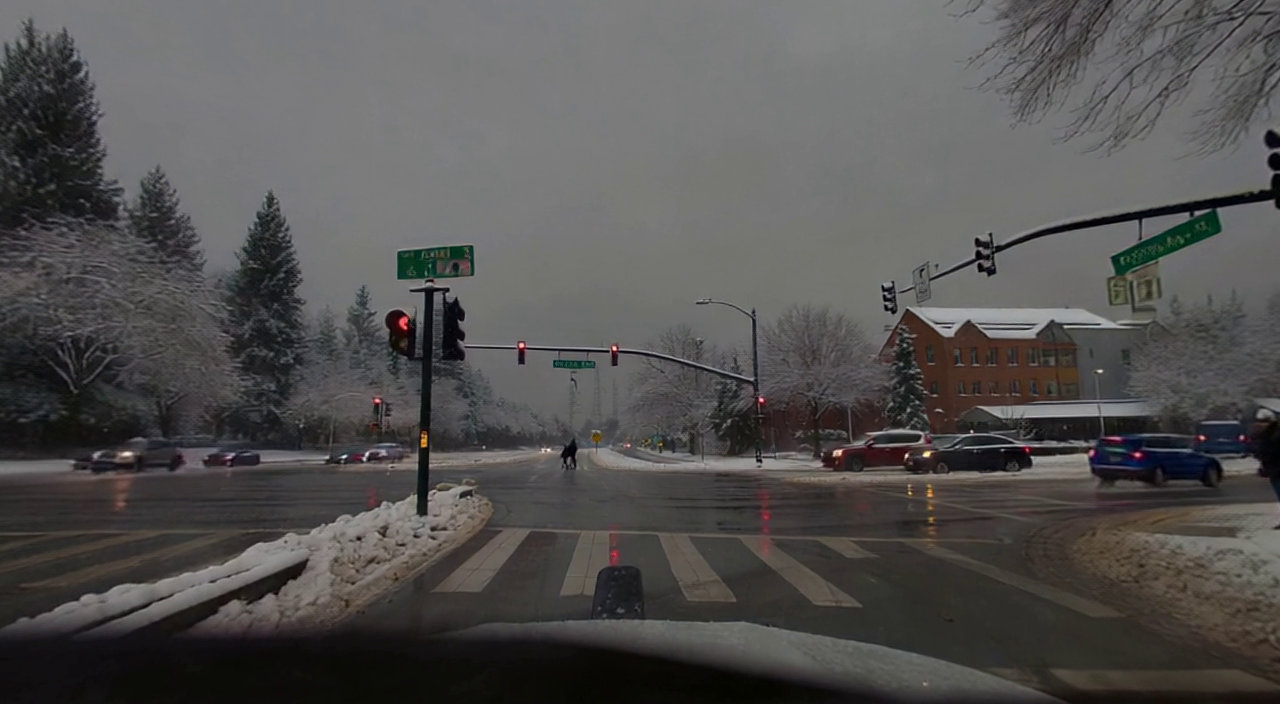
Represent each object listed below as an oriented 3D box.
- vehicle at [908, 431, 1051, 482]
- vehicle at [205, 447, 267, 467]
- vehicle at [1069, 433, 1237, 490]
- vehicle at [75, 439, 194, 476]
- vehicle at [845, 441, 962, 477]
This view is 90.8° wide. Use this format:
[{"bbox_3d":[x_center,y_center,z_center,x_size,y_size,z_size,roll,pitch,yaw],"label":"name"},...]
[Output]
[{"bbox_3d":[12.901,3.923,24.051,4.742,1.762,2.180,3,-9,-22],"label":"vehicle"},{"bbox_3d":[-31.513,8.181,49.449,1.811,1.438,4.812,0,-8,-3],"label":"vehicle"},{"bbox_3d":[15.386,3.243,18.963,4.312,1.540,2.007,4,-9,-23],"label":"vehicle"},{"bbox_3d":[-23.728,4.953,29.910,2.056,1.604,4.436,0,-8,-3],"label":"vehicle"},{"bbox_3d":[11.438,4.629,27.567,4.317,1.491,1.896,1,-9,-11],"label":"vehicle"}]
